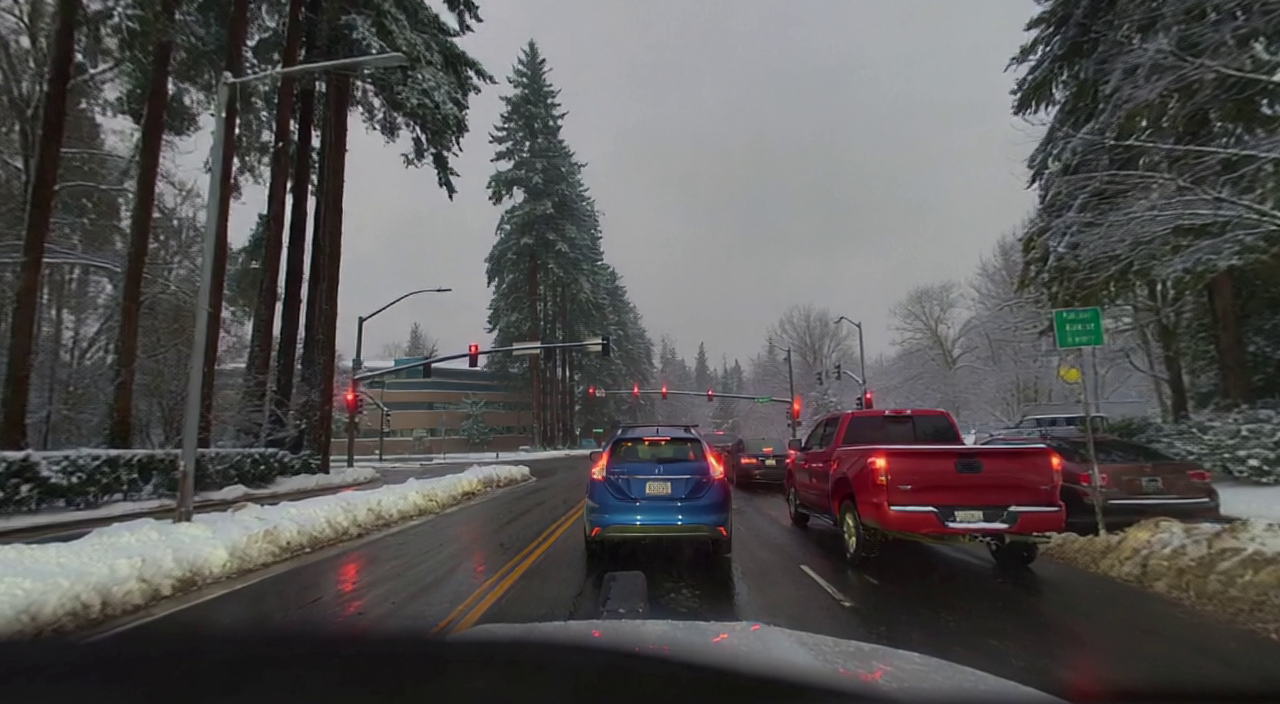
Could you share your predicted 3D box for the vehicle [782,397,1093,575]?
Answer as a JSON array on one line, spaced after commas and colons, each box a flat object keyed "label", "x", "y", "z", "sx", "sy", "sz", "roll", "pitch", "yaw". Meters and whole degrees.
[{"label": "vehicle", "x": 3.389, "y": 1.627, "z": 8.377, "sx": 2.099, "sy": 1.725, "sz": 4.290, "roll": 0, "pitch": -8, "yaw": 1}]

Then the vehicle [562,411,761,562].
[{"label": "vehicle", "x": 0.247, "y": 1.772, "z": 8.978, "sx": 2.168, "sy": 1.641, "sz": 4.039, "roll": 0, "pitch": -8, "yaw": 0}]
